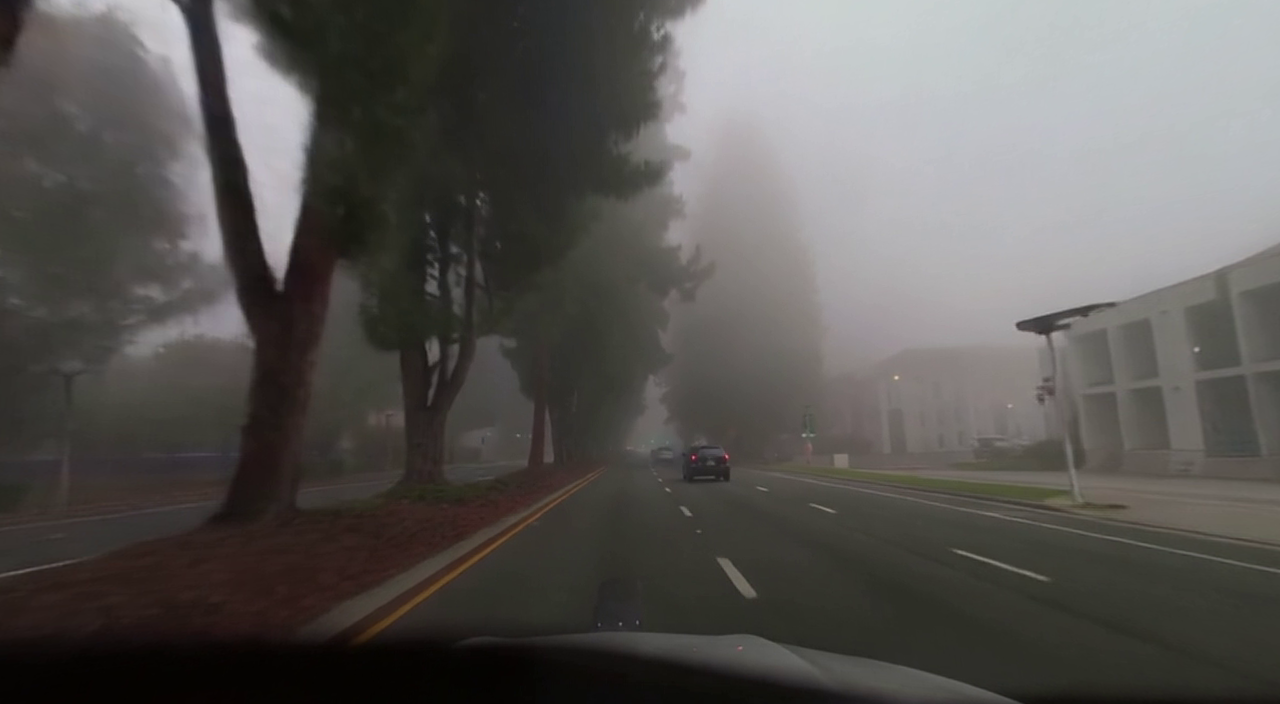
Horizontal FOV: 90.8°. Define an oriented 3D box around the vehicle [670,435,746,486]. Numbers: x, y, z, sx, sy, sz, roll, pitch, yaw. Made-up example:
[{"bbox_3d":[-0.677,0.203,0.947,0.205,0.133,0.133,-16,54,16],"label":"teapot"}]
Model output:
[{"bbox_3d":[2.485,4.139,24.402,2.240,1.740,4.605,0,-9,-2],"label":"vehicle"}]
